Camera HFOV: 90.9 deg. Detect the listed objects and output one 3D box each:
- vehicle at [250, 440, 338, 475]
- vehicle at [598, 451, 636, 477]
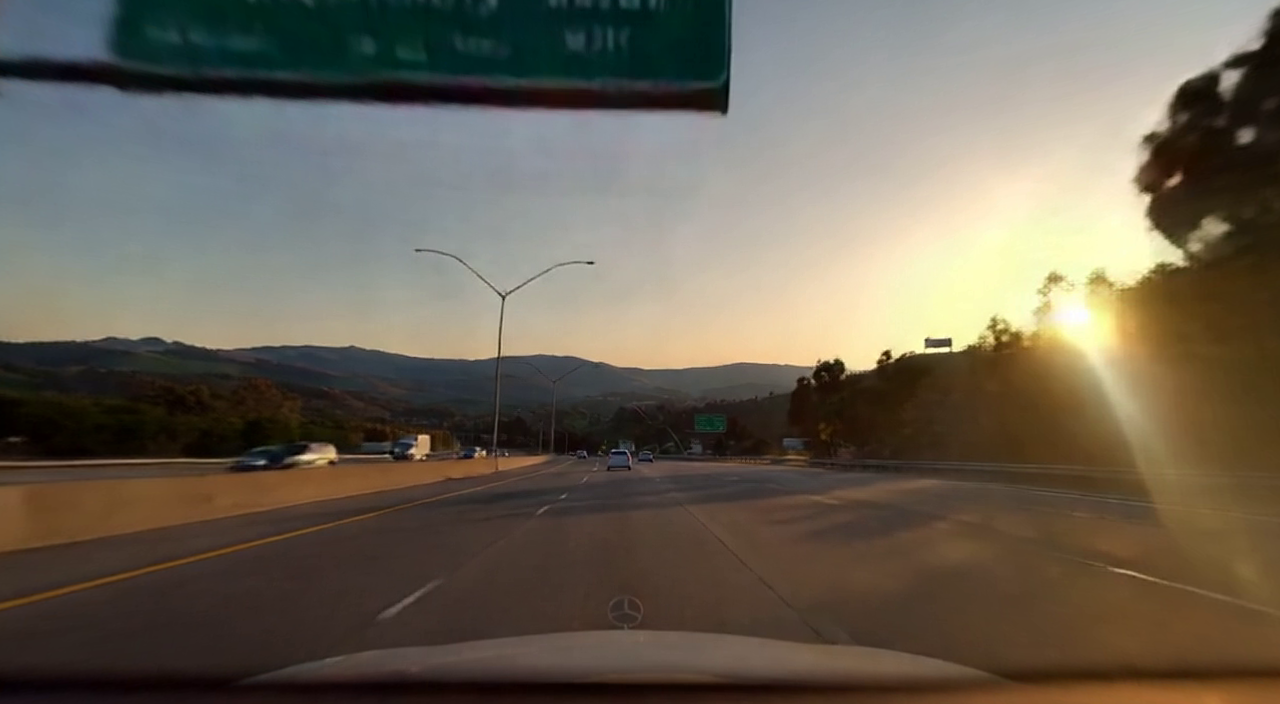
[{"bbox_3d":[-18.480,5.657,33.990,2.015,1.749,4.888,0,-9,-1],"label":"vehicle"},{"bbox_3d":[-1.395,6.847,38.697,2.193,1.497,4.337,0,-9,-2],"label":"vehicle"}]
